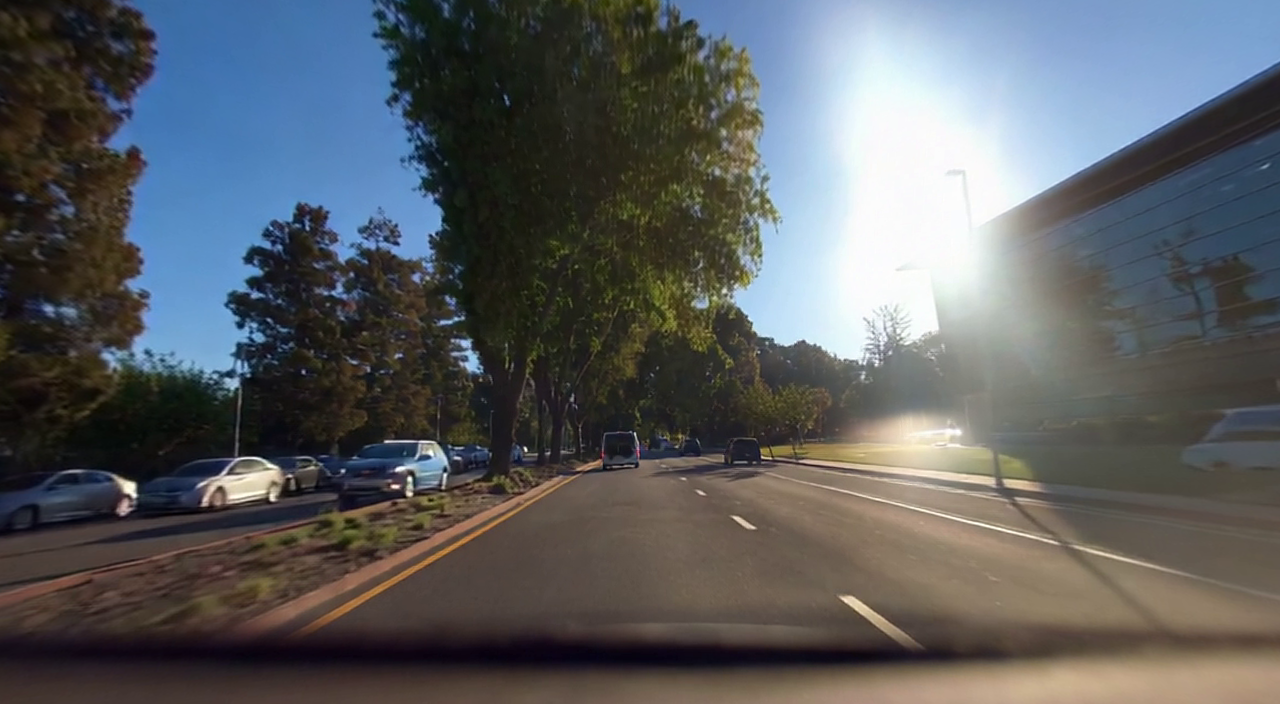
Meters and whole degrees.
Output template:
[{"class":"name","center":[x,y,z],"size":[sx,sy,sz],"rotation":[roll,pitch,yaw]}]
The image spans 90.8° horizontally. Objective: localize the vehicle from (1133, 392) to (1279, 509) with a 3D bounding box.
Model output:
[{"class":"vehicle","center":[11.308,1.512,10.028],"size":[4.932,1.738,2.080],"rotation":[-4,-9,20]}]

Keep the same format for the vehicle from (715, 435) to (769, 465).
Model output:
[{"class":"vehicle","center":[6.245,6.079,39.312],"size":[2.364,1.781,4.854],"rotation":[0,-8,-2]}]

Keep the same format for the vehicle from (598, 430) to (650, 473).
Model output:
[{"class":"vehicle","center":[-0.789,4.991,31.914],"size":[2.411,1.937,5.186],"rotation":[0,-8,-1]}]

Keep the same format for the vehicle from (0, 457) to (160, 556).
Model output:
[{"class":"vehicle","center":[-11.473,2.696,11.295],"size":[2.107,1.524,4.697],"rotation":[0,-8,0]}]

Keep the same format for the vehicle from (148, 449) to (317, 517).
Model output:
[{"class":"vehicle","center":[-11.256,3.601,17.884],"size":[2.025,1.651,4.097],"rotation":[0,-8,-1]}]

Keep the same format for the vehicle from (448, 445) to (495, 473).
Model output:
[{"class":"vehicle","center":[-11.692,7.418,44.198],"size":[2.042,1.822,4.913],"rotation":[0,-8,-1]}]

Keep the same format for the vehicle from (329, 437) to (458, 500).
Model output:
[{"class":"vehicle","center":[-8.096,3.848,21.448],"size":[2.184,1.824,5.418],"rotation":[0,-8,0]}]
